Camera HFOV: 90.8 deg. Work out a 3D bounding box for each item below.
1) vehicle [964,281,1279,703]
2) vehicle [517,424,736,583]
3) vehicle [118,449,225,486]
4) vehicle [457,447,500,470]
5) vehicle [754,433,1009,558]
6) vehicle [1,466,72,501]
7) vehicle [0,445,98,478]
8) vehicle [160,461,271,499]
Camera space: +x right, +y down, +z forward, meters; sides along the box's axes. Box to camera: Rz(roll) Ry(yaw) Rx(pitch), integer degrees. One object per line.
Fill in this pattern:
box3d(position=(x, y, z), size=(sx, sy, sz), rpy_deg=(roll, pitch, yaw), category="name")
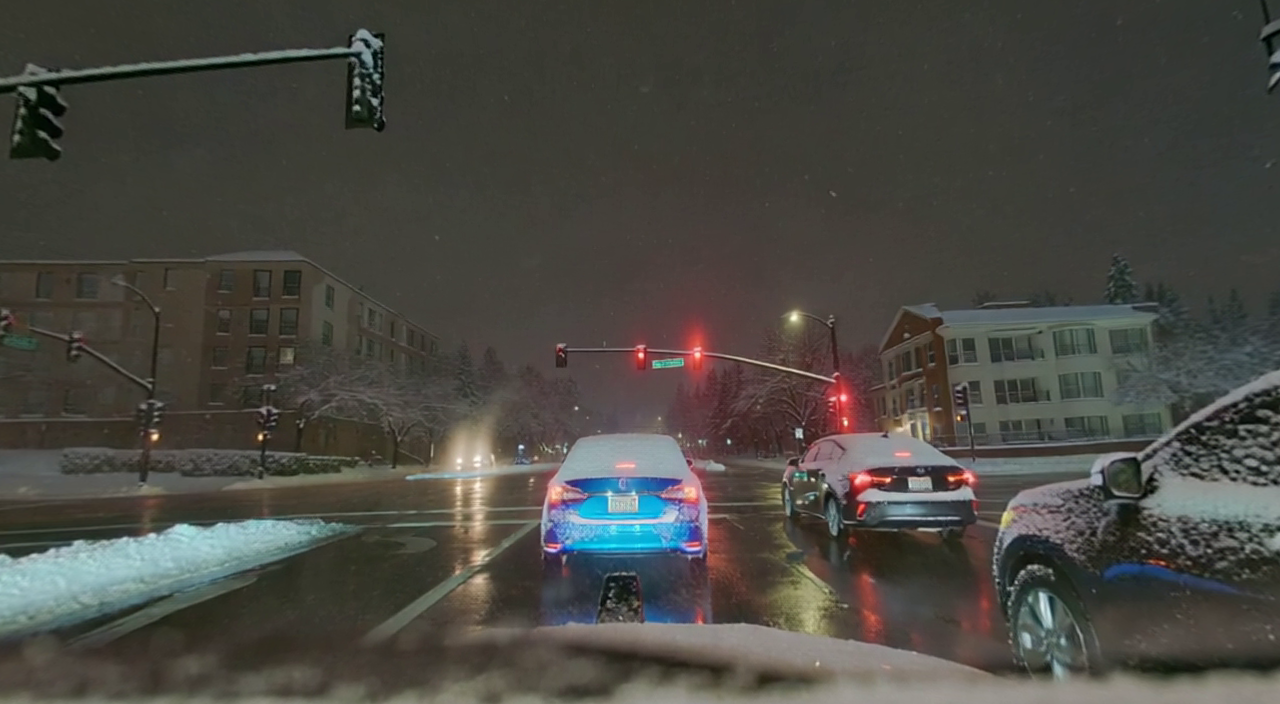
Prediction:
box3d(position=(3.000, 0.624, 1.578), size=(2.047, 1.785, 4.357), rpy_deg=(0, -8, 0), category="vehicle")
box3d(position=(-0.141, 1.738, 8.060), size=(2.095, 1.502, 3.873), rpy_deg=(0, -8, 0), category="vehicle")
box3d(position=(-27.484, 6.753, 37.359), size=(2.300, 1.932, 5.056), rpy_deg=(-1, -8, 2), category="vehicle")
box3d(position=(-11.676, 7.728, 46.034), size=(1.887, 1.516, 4.524), rpy_deg=(0, -8, 1), category="vehicle")
box3d(position=(3.218, 1.994, 9.598), size=(2.009, 1.414, 4.416), rpy_deg=(0, -8, -2), category="vehicle")
box3d(position=(-28.002, 6.076, 29.450), size=(1.972, 1.433, 4.324), rpy_deg=(8, -12, -39), category="vehicle")
box3d(position=(-35.571, 6.481, 37.443), size=(2.145, 1.797, 5.198), rpy_deg=(-1, -10, 1), category="vehicle")
box3d(position=(-19.078, 5.761, 28.703), size=(1.942, 1.453, 4.448), rpy_deg=(0, -9, 0), category="vehicle")
